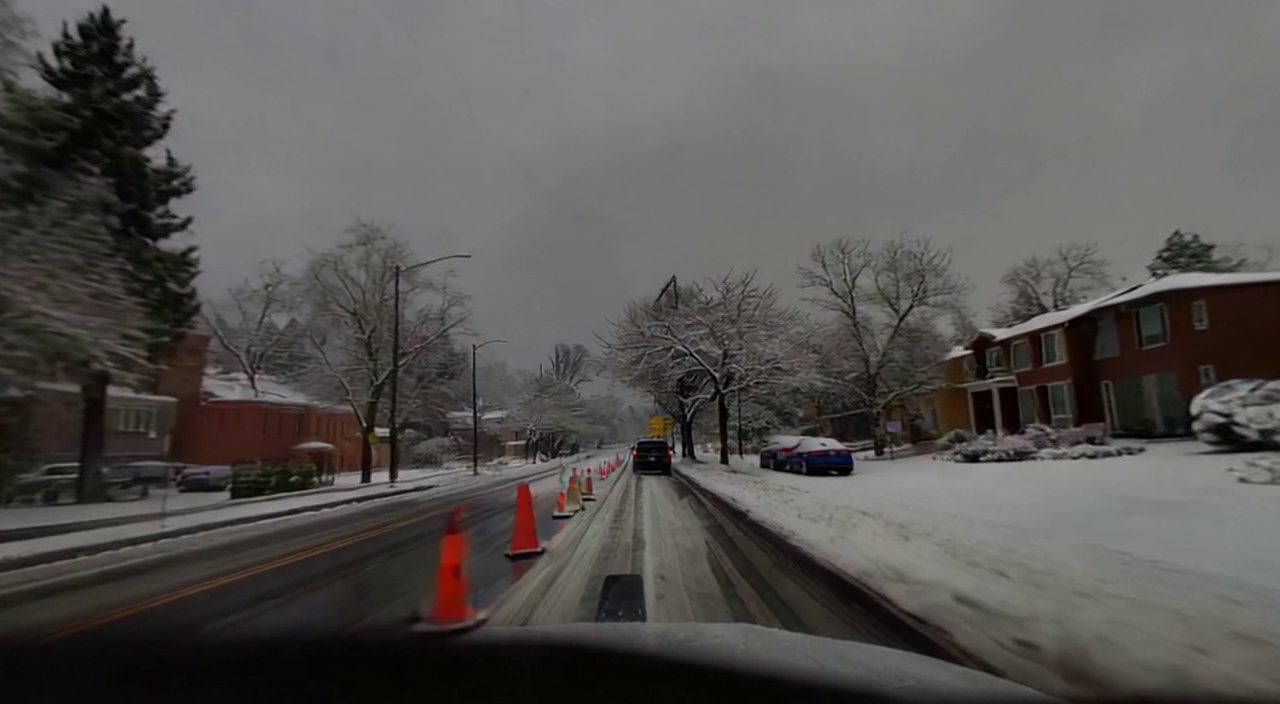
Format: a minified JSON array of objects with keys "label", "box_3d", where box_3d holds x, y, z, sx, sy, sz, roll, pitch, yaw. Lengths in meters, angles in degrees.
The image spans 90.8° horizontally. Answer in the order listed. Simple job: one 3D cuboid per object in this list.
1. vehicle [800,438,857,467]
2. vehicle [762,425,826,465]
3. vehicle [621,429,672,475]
[{"label":"vehicle","box_3d":[10.551,5.649,35.580,1.698,1.548,2.969,4,-9,-17]},{"label":"vehicle","box_3d":[9.709,6.060,40.552,2.253,2.306,6.753,0,-10,-2]},{"label":"vehicle","box_3d":[0.206,4.817,30.558,2.169,2.015,5.206,0,-9,-2]}]
